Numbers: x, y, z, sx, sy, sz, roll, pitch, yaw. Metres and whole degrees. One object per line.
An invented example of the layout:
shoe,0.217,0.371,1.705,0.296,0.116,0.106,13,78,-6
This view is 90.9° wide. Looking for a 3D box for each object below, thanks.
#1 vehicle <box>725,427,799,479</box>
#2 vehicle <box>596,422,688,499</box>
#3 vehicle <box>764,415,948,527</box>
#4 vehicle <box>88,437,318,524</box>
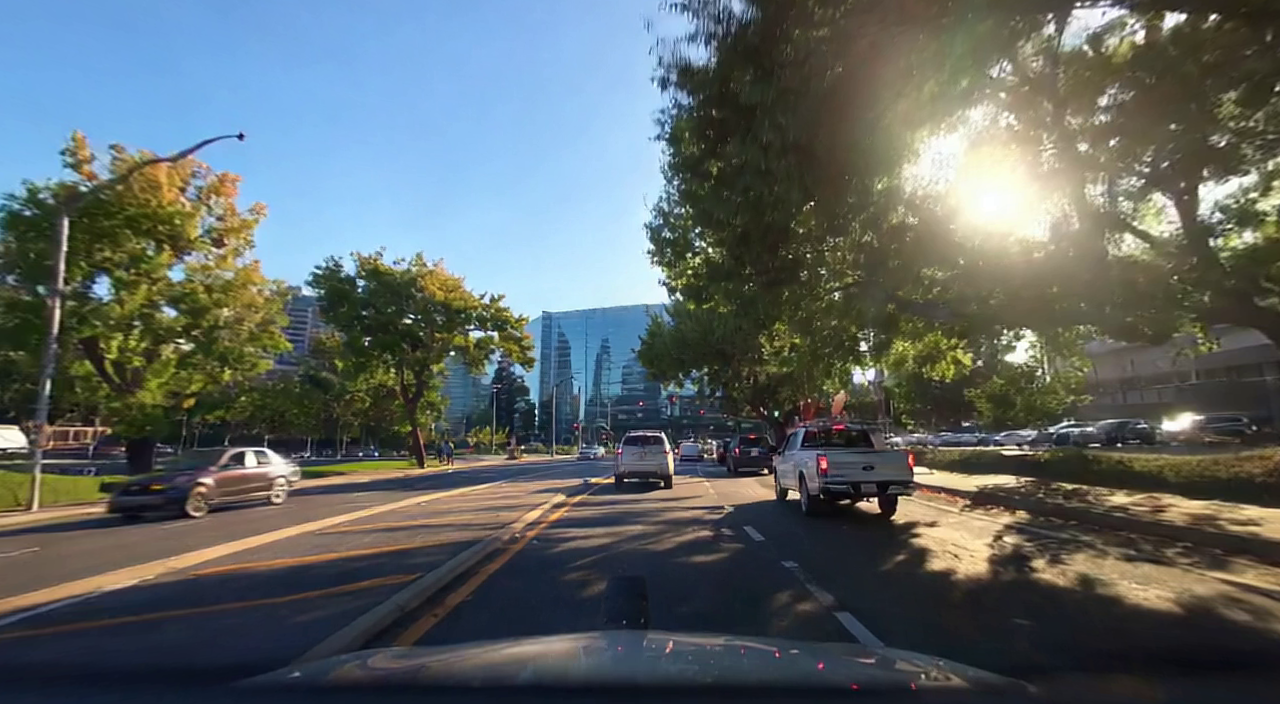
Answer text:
vehicle,4.866,4.137,26.105,2.317,1.857,5.940,0,-8,4
vehicle,0.186,2.809,16.648,2.113,1.768,3.901,0,-8,5
vehicle,3.908,2.242,12.455,2.114,1.765,4.647,0,-8,2
vehicle,-9.315,2.725,13.988,1.941,1.602,4.182,0,-8,3
